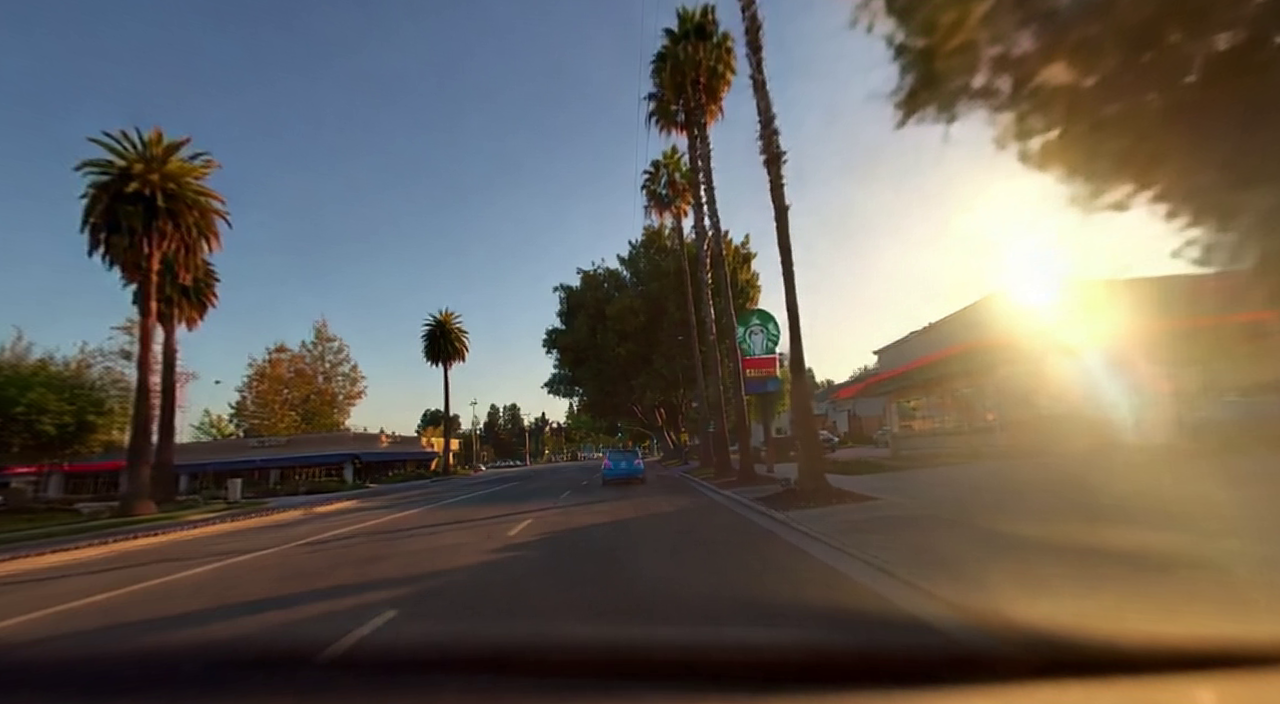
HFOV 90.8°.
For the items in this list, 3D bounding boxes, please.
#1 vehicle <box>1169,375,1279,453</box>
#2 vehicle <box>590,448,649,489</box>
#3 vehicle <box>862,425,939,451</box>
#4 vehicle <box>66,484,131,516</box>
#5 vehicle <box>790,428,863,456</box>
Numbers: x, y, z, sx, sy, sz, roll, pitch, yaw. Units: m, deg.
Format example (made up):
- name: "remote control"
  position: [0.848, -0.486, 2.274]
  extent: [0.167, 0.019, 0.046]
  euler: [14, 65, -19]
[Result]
- name: "vehicle"
  position: [13.315, 1.222, 12.454]
  extent: [1.827, 1.497, 4.468]
  euler: [0, -9, -1]
- name: "vehicle"
  position: [-0.802, 4.601, 25.281]
  extent: [2.156, 1.462, 4.495]
  euler: [0, -9, -1]
- name: "vehicle"
  position: [17.700, 5.892, 43.141]
  extent: [1.856, 1.665, 4.574]
  euler: [6, -10, -32]
- name: "vehicle"
  position: [-32.155, 8.784, 37.606]
  extent: [1.791, 1.511, 4.030]
  euler: [3, -10, -24]
- name: "vehicle"
  position: [12.484, 6.089, 42.584]
  extent: [1.873, 1.657, 4.557]
  euler: [5, -12, -31]
